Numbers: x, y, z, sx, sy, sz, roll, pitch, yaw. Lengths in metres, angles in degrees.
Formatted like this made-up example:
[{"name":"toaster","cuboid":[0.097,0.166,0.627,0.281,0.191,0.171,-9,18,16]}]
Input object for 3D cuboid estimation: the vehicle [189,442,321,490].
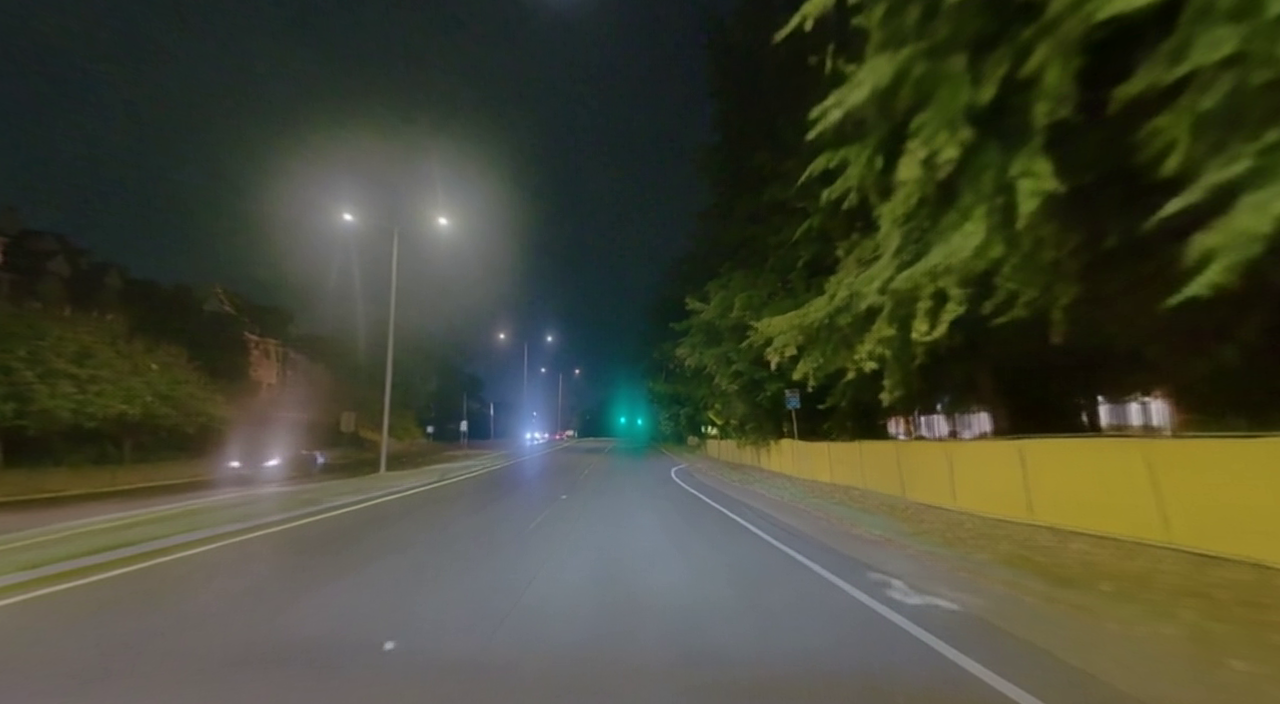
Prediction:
[{"name":"vehicle","cuboid":[-13.942,4.141,23.278,1.969,1.563,4.648,0,-9,-1]}]
